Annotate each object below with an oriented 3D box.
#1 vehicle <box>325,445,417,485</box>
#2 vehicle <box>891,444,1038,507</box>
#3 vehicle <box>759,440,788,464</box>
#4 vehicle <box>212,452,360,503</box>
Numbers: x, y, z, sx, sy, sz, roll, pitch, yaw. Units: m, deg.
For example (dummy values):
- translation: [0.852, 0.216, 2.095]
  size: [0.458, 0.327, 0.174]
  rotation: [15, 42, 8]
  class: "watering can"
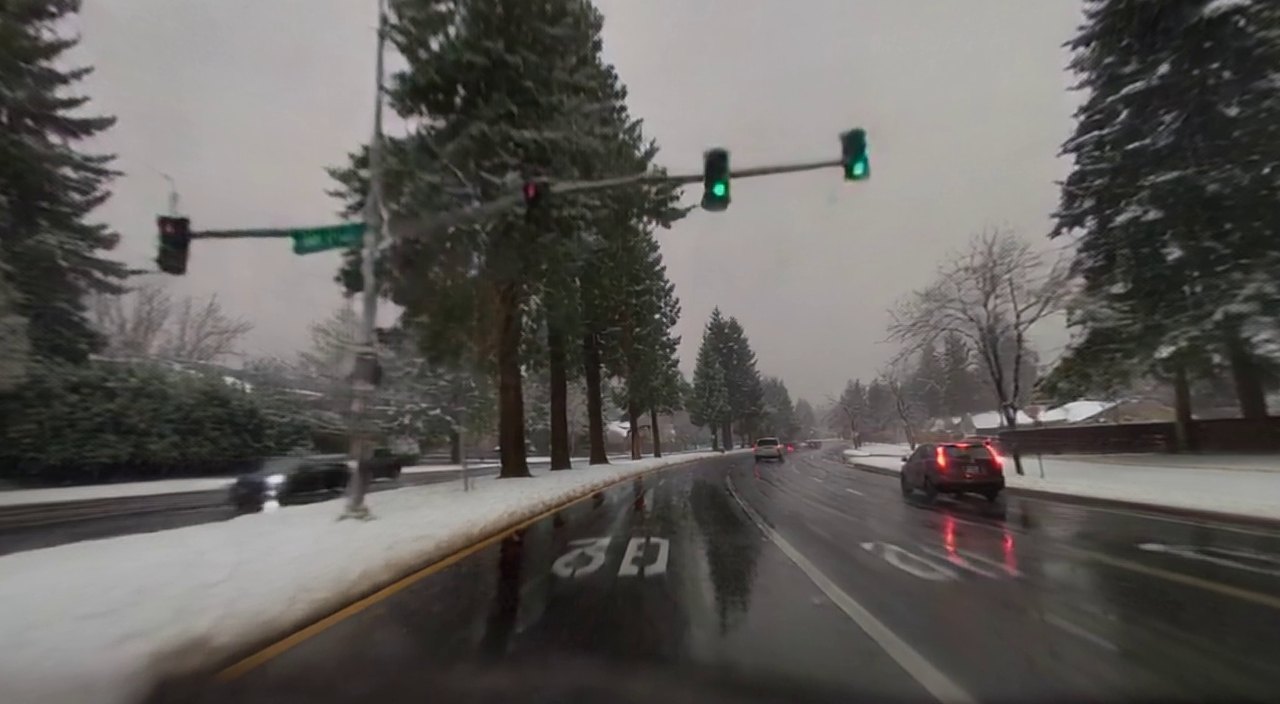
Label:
- translation: [-13.503, 5.689, 32.057]
  size: [2.025, 1.837, 4.841]
  rotation: [-1, -8, 8]
  class: "vehicle"
- translation: [8.463, 3.207, 16.975]
  size: [1.855, 1.444, 4.389]
  rotation: [-1, -8, 4]
  class: "vehicle"
- translation: [9.940, 7.419, 47.005]
  size: [1.991, 1.684, 4.127]
  rotation: [-2, -9, 12]
  class: "vehicle"
- translation: [-11.569, 4.102, 21.076]
  size: [1.905, 1.451, 4.698]
  rotation: [-1, -8, 6]
  class: "vehicle"
